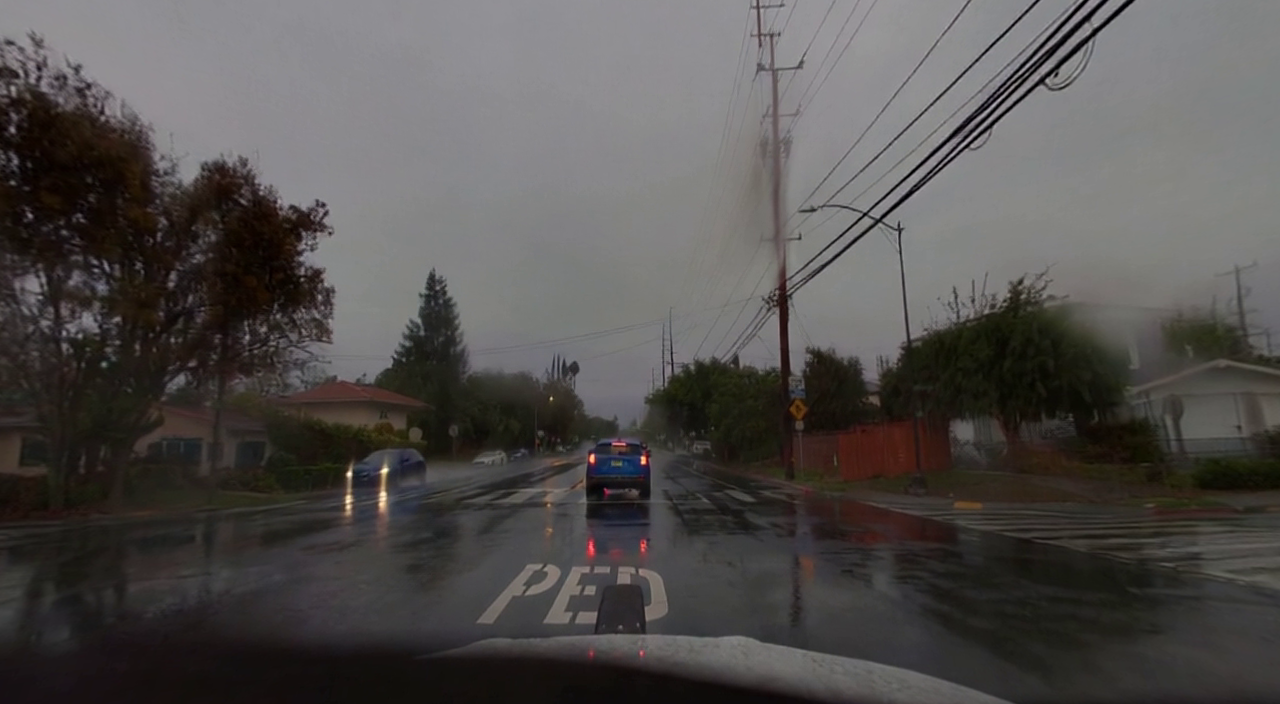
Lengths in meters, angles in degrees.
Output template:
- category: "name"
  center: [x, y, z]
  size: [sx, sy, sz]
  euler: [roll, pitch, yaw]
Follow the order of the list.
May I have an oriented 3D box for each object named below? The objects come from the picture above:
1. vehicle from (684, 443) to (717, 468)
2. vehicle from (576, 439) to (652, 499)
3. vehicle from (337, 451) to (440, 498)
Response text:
- category: "vehicle"
  center: [4.432, 7.647, 46.969]
  size: [2.101, 1.744, 4.466]
  euler: [0, -9, 1]
- category: "vehicle"
  center: [-0.671, 3.188, 17.581]
  size: [1.877, 1.448, 3.830]
  euler: [0, -9, -1]
- category: "vehicle"
  center: [-8.962, 4.361, 22.910]
  size: [1.934, 1.506, 4.032]
  euler: [0, -9, 2]
